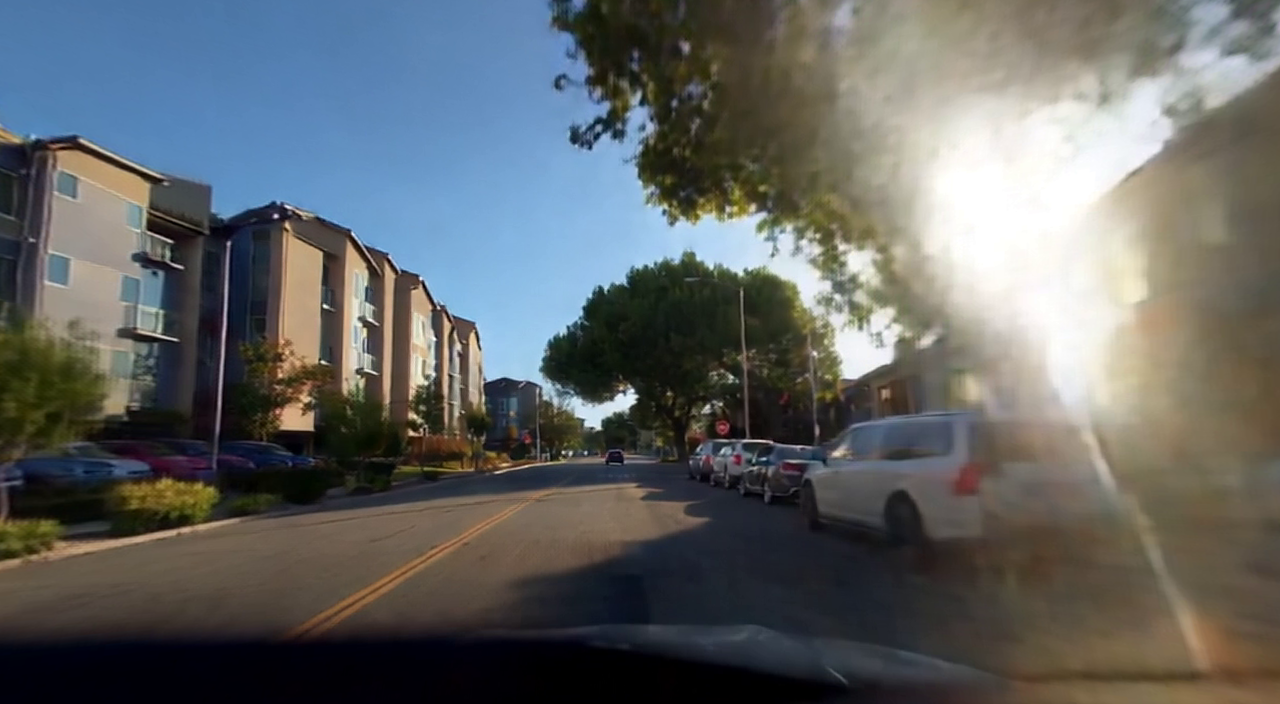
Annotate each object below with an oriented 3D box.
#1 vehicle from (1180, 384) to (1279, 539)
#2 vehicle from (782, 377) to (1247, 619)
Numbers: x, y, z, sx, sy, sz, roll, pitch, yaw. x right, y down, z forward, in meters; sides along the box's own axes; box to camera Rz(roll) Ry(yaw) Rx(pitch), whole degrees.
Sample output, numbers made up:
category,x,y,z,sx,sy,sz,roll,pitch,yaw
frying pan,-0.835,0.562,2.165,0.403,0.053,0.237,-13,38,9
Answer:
category,x,y,z,sx,sy,sz,roll,pitch,yaw
vehicle,9.010,1.116,5.983,2.282,1.893,6.027,-2,-7,-1
vehicle,3.764,1.623,8.170,2.292,1.974,5.853,0,-8,-2
